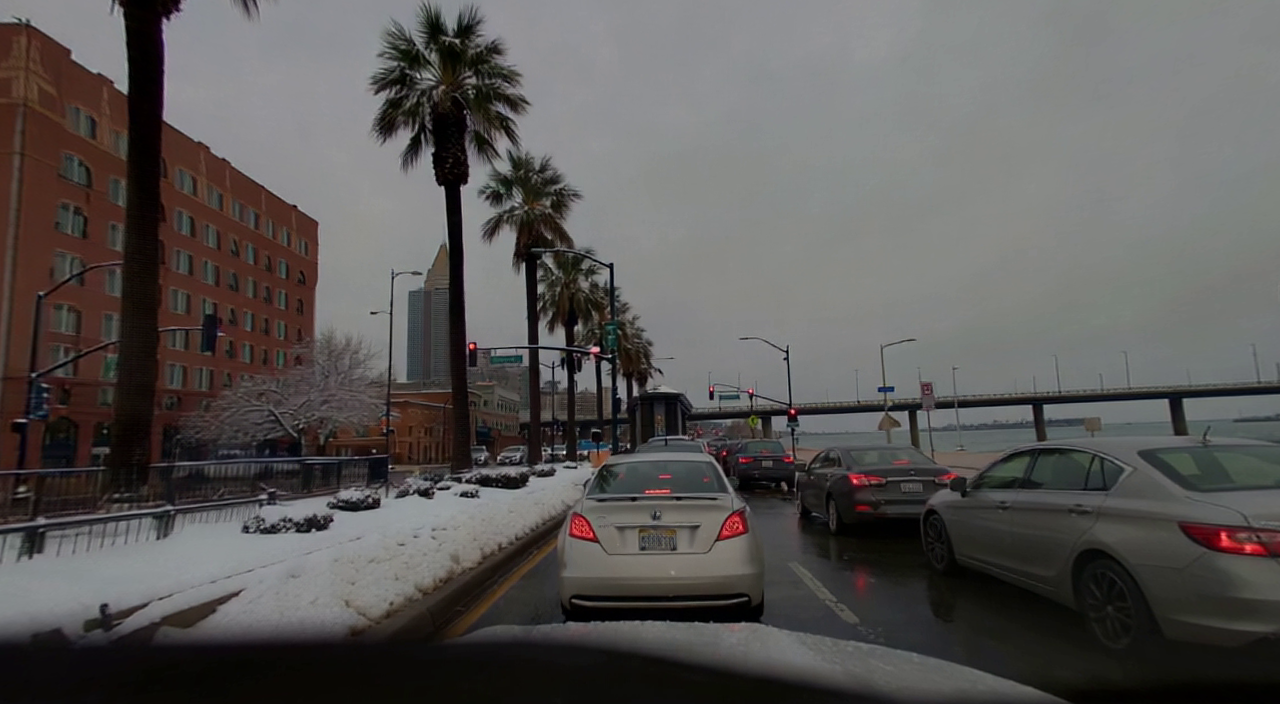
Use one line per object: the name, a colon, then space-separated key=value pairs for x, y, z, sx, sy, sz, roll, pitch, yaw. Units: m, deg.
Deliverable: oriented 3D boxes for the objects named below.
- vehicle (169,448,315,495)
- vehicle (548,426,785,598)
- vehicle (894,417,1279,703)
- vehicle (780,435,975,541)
vehicle: x=-15.229 y=4.570 z=24.532 sx=2.022 sy=1.604 sz=4.495 roll=-3 pitch=-9 yaw=16
vehicle: x=0.262 y=1.704 z=7.501 sx=2.093 sy=1.503 sz=3.681 roll=0 pitch=-9 yaw=1
vehicle: x=3.915 y=1.362 z=5.086 sx=1.913 sy=1.469 sz=4.425 roll=0 pitch=-9 yaw=0
vehicle: x=3.896 y=2.287 z=11.308 sx=1.920 sy=1.490 sz=4.417 roll=-1 pitch=-9 yaw=2
